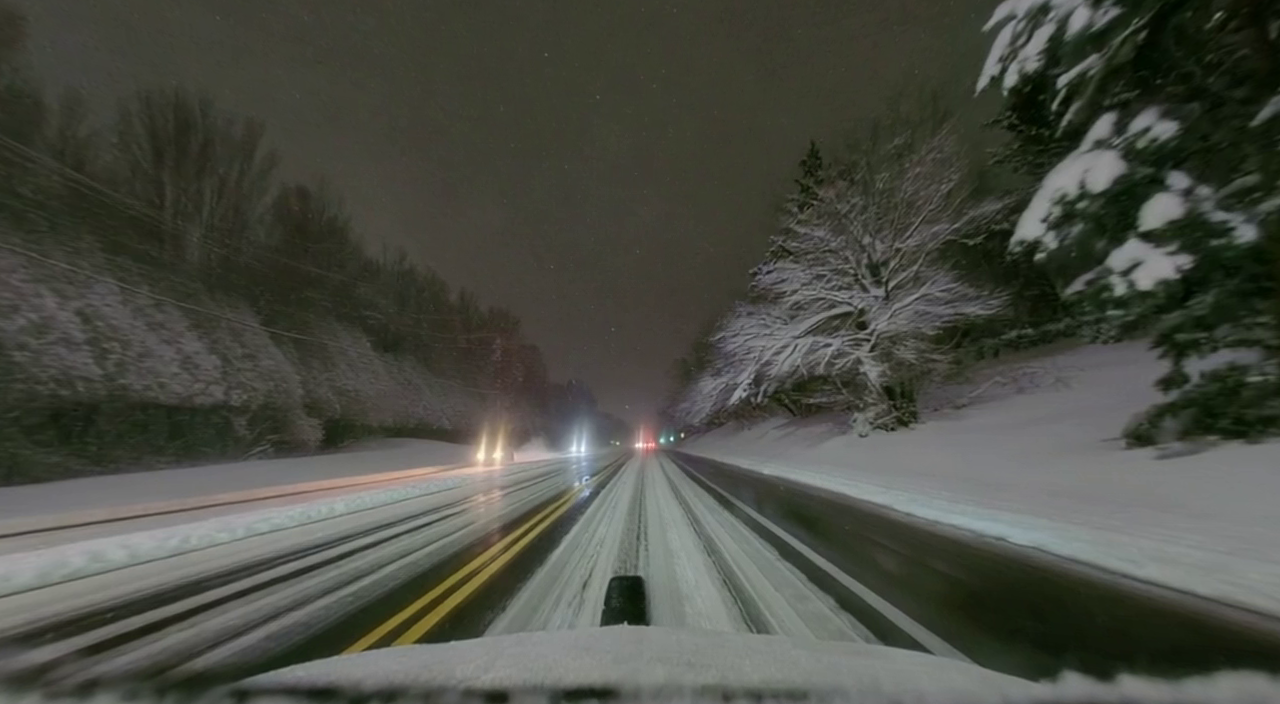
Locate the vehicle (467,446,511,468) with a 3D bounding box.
[{"bbox_3d":[-10.473,7.281,43.991,1.962,1.458,4.322,0,-8,1],"label":"vehicle"}]
